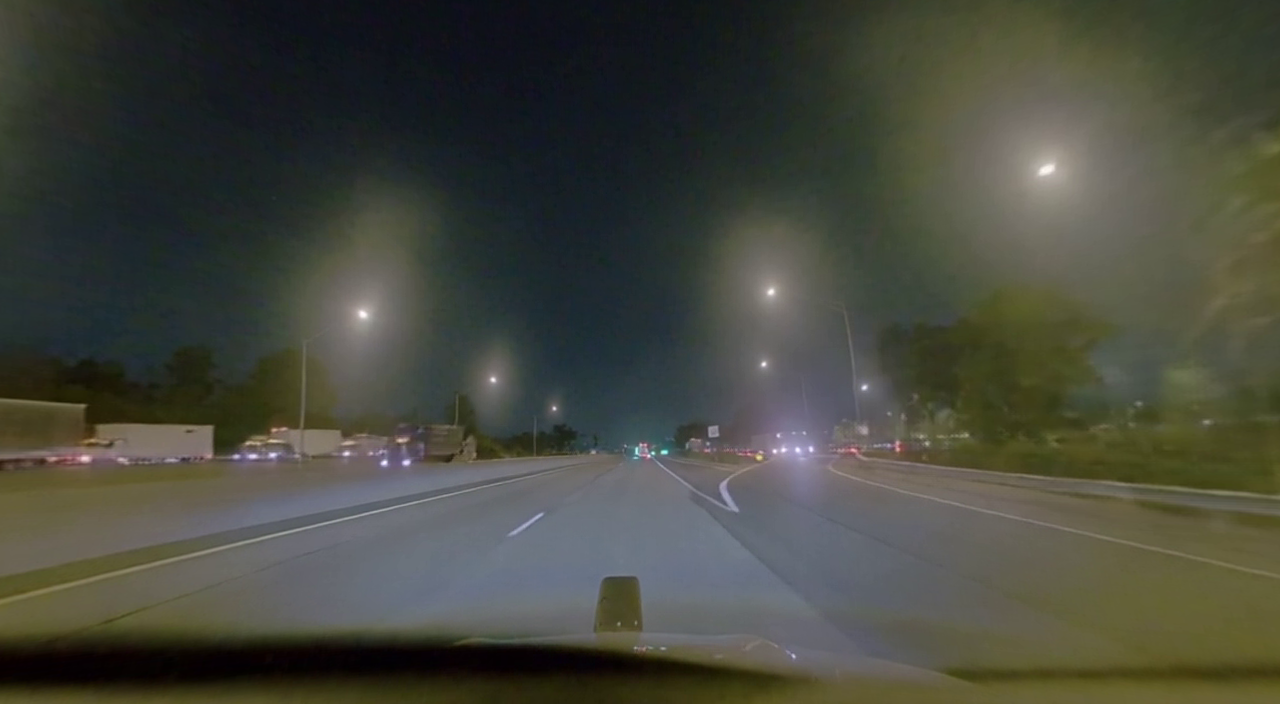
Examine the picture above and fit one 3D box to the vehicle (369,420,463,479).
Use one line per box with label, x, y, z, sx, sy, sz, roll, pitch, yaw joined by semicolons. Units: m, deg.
vehicle;-16.224;7.210;46.396;3.035;3.814;9.987;-1;-9;1
